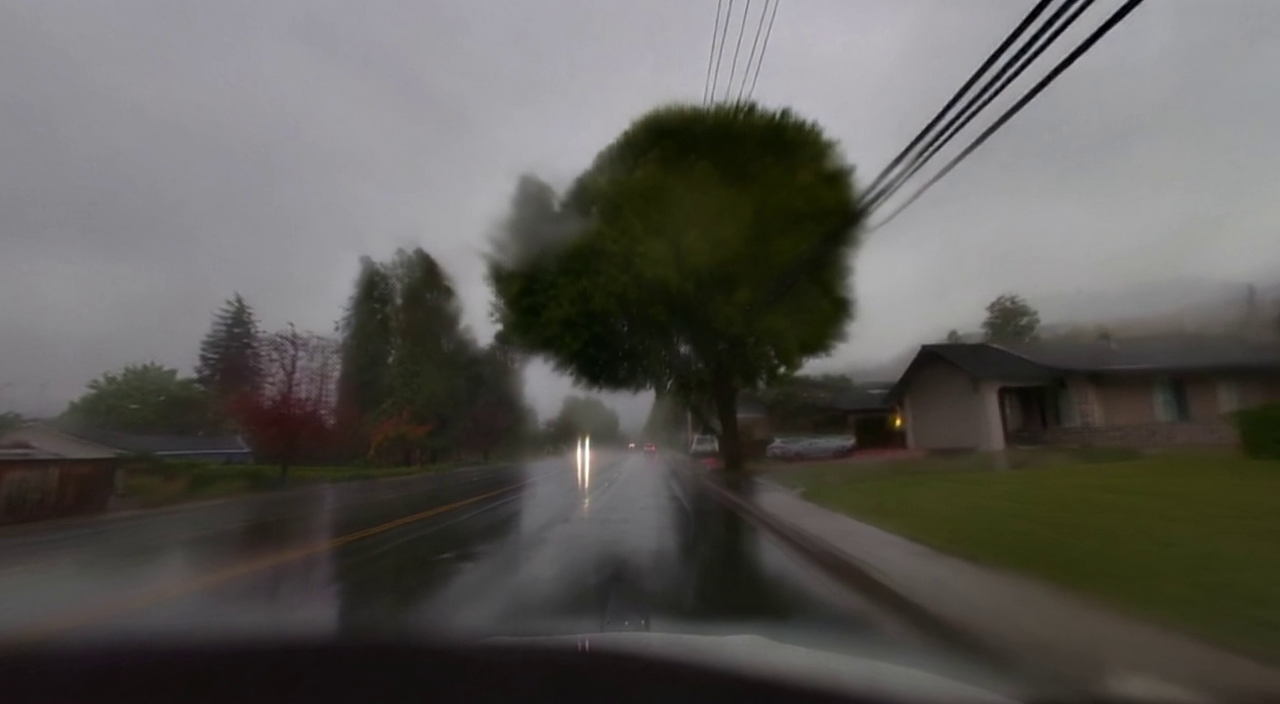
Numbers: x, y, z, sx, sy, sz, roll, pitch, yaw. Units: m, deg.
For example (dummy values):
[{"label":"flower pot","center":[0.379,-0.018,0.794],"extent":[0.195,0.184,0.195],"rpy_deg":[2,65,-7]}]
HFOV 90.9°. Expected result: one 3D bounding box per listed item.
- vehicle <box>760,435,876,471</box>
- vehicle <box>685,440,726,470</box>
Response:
[{"label":"vehicle","center":[8.040,4.586,28.793],"extent":[4.719,1.556,1.869],"rpy_deg":[0,-9,0]},{"label":"vehicle","center":[4.397,7.004,43.008],"extent":[2.228,1.885,4.854],"rpy_deg":[0,-8,0]}]
